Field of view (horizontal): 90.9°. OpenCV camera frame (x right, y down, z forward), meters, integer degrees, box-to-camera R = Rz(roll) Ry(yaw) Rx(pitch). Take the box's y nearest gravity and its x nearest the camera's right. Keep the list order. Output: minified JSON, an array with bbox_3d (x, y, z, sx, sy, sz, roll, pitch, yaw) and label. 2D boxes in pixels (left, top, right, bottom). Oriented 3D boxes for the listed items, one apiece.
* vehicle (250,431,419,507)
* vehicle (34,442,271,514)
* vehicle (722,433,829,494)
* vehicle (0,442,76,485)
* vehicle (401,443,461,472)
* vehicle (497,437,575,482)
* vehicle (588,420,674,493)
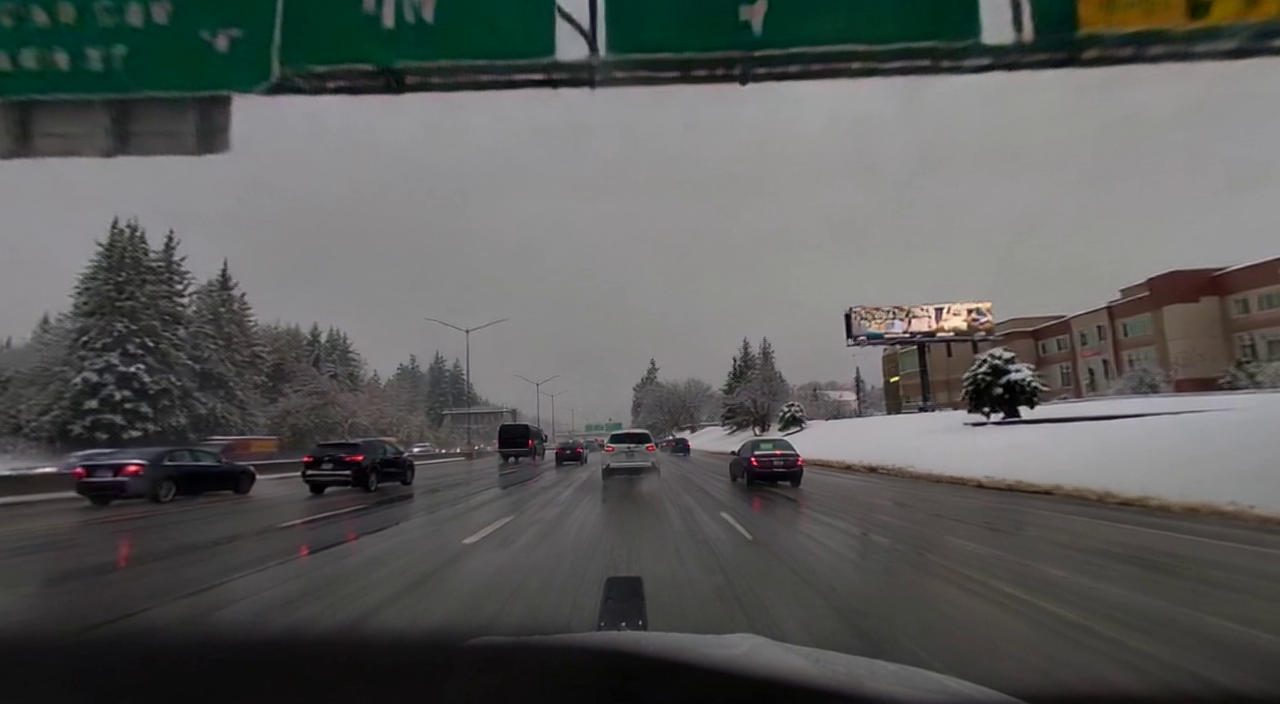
[{"bbox_3d":[-7.438,2.869,15.997,2.021,1.632,4.417,0,-8,1],"label":"vehicle"},{"bbox_3d":[-11.204,2.877,15.047,1.970,1.441,4.555,0,-8,1],"label":"vehicle"},{"bbox_3d":[3.674,3.106,18.015,1.942,1.487,4.518,0,-8,-1],"label":"vehicle"},{"bbox_3d":[-25.676,4.453,25.297,1.889,1.629,4.486,0,-8,0],"label":"vehicle"},{"bbox_3d":[-11.435,5.752,34.764,1.923,1.480,3.905,0,-8,0],"label":"vehicle"},{"bbox_3d":[-3.804,4.018,23.892,2.079,1.499,4.512,0,-8,1],"label":"vehicle"},{"bbox_3d":[-0.250,3.023,18.599,2.209,1.863,4.626,0,-8,0],"label":"vehicle"}]
